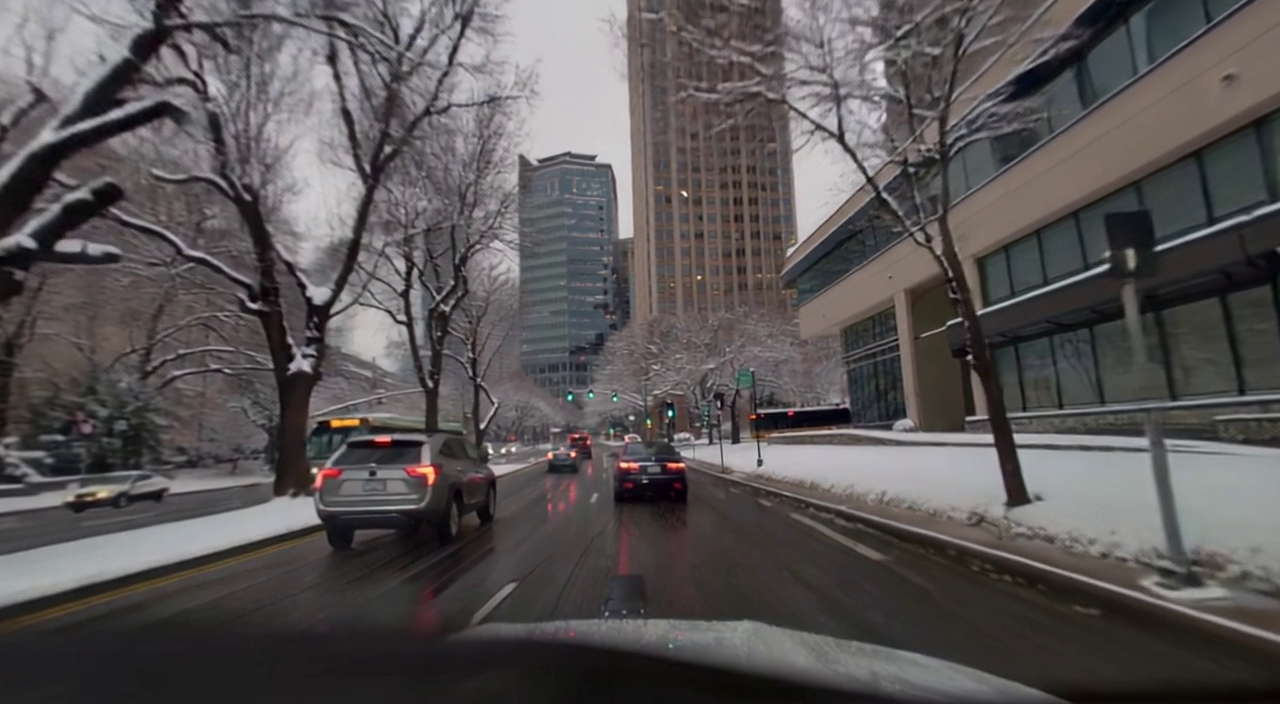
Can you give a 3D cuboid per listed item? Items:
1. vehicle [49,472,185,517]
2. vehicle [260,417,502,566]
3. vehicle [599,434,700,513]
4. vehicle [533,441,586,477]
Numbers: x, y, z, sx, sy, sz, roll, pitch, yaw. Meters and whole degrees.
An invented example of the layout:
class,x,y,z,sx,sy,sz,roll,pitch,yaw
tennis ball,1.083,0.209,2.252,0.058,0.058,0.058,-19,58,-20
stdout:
class,x,y,z,sx,sy,sz,roll,pitch,yaw
vehicle,-21.550,5.854,26.270,1.927,1.519,4.447,0,-9,-2
vehicle,-3.307,1.841,8.963,1.848,1.641,3.686,0,-9,0
vehicle,0.092,2.617,14.014,1.933,1.504,3.802,1,-9,-3
vehicle,-3.659,4.928,29.326,1.961,1.517,4.202,0,-9,-1
